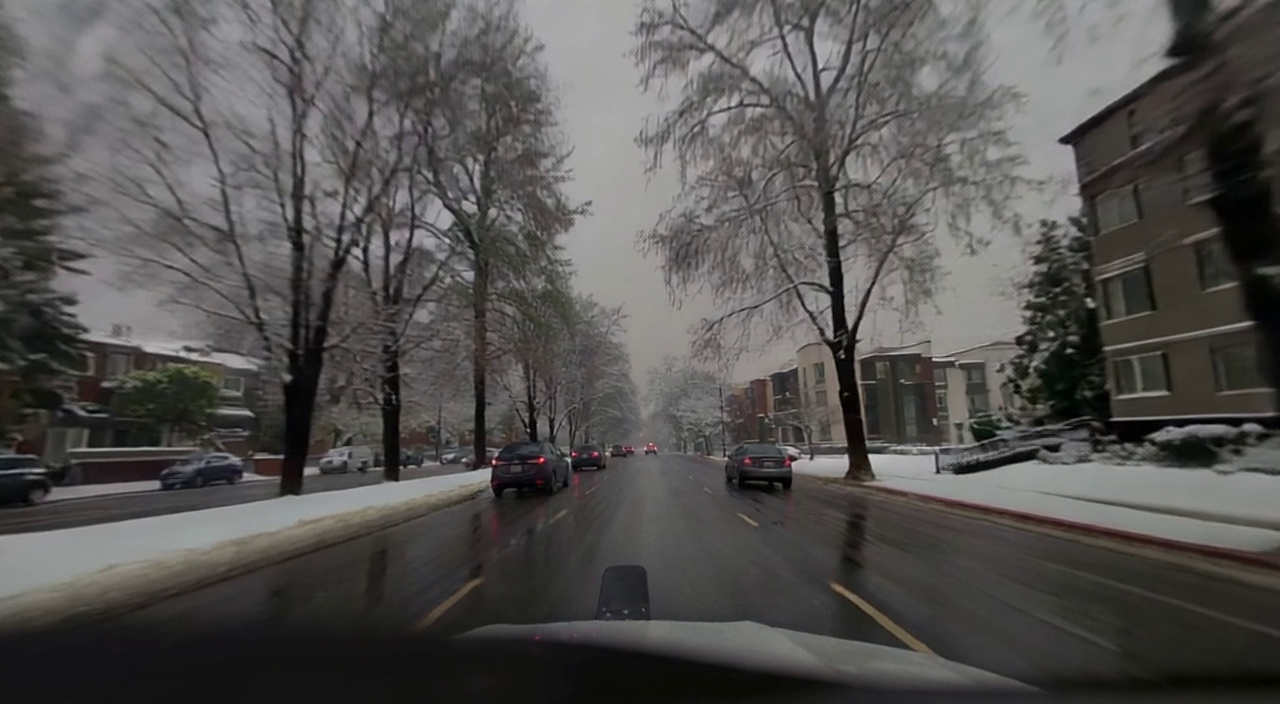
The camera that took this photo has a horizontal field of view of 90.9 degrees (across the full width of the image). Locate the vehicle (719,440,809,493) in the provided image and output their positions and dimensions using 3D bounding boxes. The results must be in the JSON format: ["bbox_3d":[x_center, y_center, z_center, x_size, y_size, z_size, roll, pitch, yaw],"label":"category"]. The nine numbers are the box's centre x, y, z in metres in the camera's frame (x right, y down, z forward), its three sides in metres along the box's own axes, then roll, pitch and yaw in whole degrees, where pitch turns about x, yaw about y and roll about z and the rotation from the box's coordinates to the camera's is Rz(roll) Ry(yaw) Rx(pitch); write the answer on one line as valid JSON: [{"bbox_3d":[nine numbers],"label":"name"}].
[{"bbox_3d":[3.882,3.650,20.541,2.010,1.486,4.498,1,-8,0],"label":"vehicle"}]

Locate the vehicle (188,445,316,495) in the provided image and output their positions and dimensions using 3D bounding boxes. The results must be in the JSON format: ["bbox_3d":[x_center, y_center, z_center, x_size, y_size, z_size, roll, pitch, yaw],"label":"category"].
[{"bbox_3d":[-15.625,4.736,25.778,2.012,1.813,4.910,0,-8,1],"label":"vehicle"}]

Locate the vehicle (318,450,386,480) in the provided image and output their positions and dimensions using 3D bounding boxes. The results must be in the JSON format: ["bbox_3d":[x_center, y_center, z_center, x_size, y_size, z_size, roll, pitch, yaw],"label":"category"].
[{"bbox_3d":[-21.991,8.605,48.360,2.928,2.070,4.368,0,-8,3],"label":"vehicle"}]

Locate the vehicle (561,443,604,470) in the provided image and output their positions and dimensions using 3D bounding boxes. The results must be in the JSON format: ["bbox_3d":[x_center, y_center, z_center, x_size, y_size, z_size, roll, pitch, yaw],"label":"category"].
[{"bbox_3d":[-3.381,6.216,37.658,1.988,1.497,4.404,0,-8,2],"label":"vehicle"}]

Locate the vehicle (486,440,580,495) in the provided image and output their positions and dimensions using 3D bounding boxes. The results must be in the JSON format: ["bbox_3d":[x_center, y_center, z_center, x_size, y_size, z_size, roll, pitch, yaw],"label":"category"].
[{"bbox_3d":[-3.159,3.499,19.591,2.053,1.480,4.381,0,-8,1],"label":"vehicle"}]
